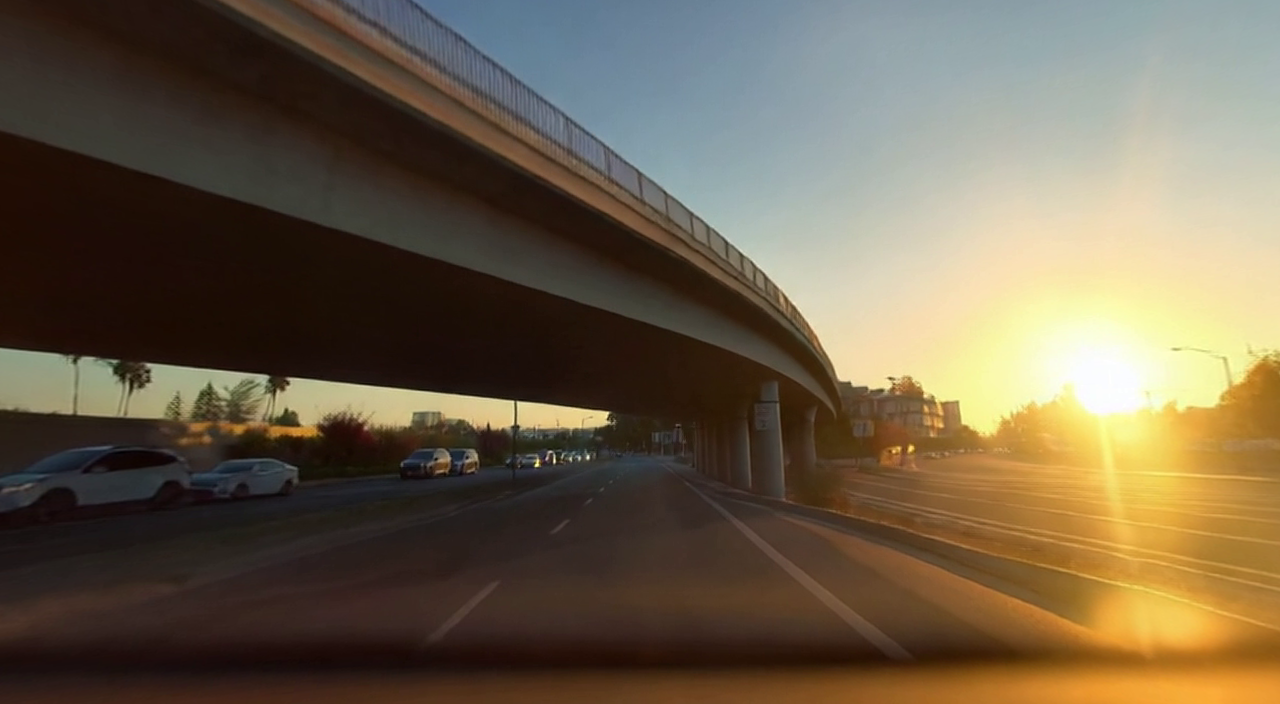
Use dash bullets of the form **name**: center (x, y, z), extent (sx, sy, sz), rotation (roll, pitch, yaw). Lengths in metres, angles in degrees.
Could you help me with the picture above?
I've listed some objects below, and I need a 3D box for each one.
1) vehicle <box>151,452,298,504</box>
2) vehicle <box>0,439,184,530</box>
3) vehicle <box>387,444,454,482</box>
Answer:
- **vehicle**: center (-13.727, 4.202, 21.277), extent (1.847, 1.498, 4.368), rotation (1, -10, 2)
- **vehicle**: center (-13.649, 3.040, 15.221), extent (1.886, 1.801, 4.337), rotation (2, -8, 2)
- **vehicle**: center (-13.083, 6.647, 38.083), extent (2.136, 2.016, 5.354), rotation (2, -9, -1)
